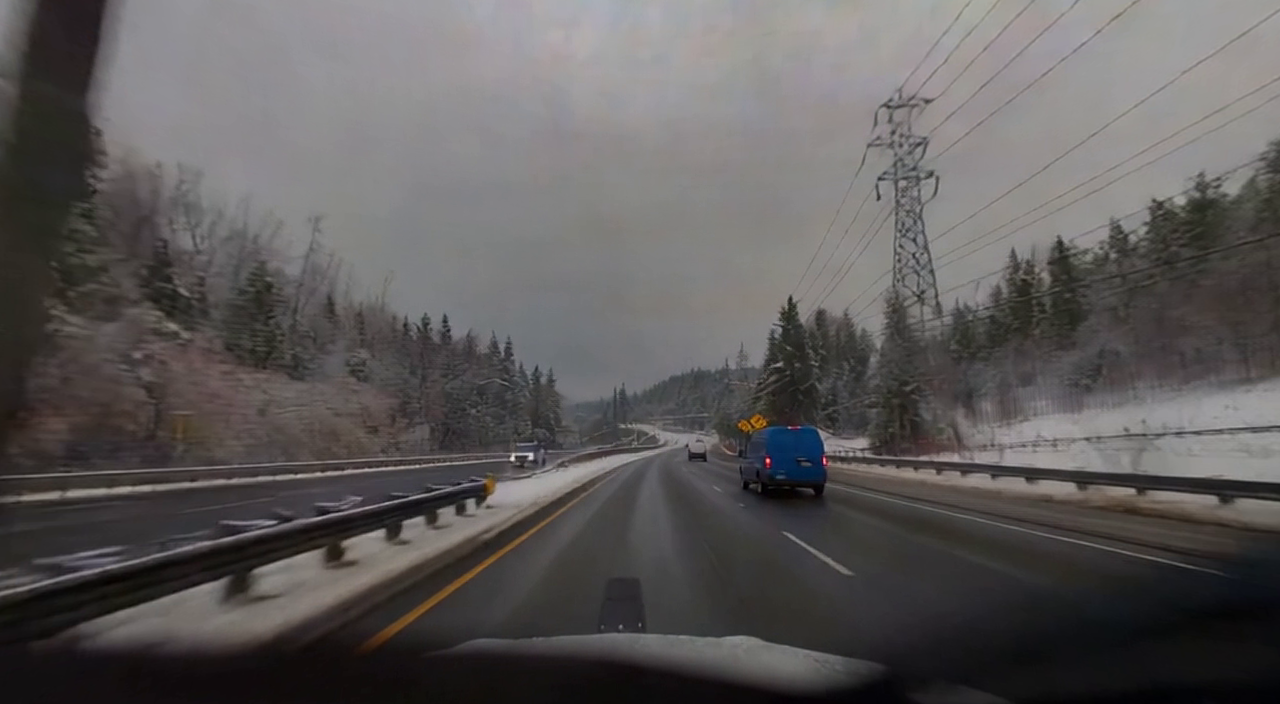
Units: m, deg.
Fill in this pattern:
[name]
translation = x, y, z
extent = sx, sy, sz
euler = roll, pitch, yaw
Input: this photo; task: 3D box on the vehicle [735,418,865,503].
[vehicle]
translation = 4.173, 2.963, 17.483
extent = 2.261, 1.969, 5.104
euler = 0, -9, 0
